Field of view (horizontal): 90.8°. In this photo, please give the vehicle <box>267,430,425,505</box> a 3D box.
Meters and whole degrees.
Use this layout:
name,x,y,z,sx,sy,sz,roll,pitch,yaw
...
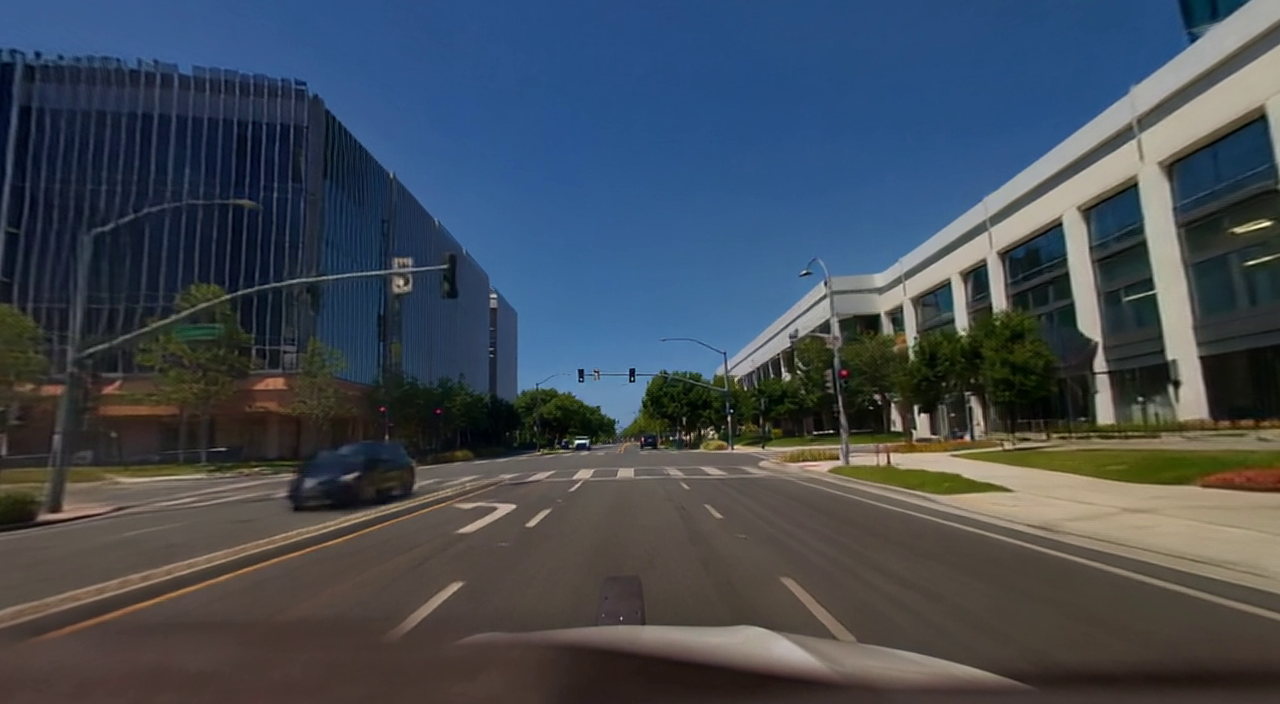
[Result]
name,x,y,z,sx,sy,sz,roll,pitch,yaw
vehicle,-7.526,2.987,16.755,2.165,1.685,4.274,0,-9,-1
